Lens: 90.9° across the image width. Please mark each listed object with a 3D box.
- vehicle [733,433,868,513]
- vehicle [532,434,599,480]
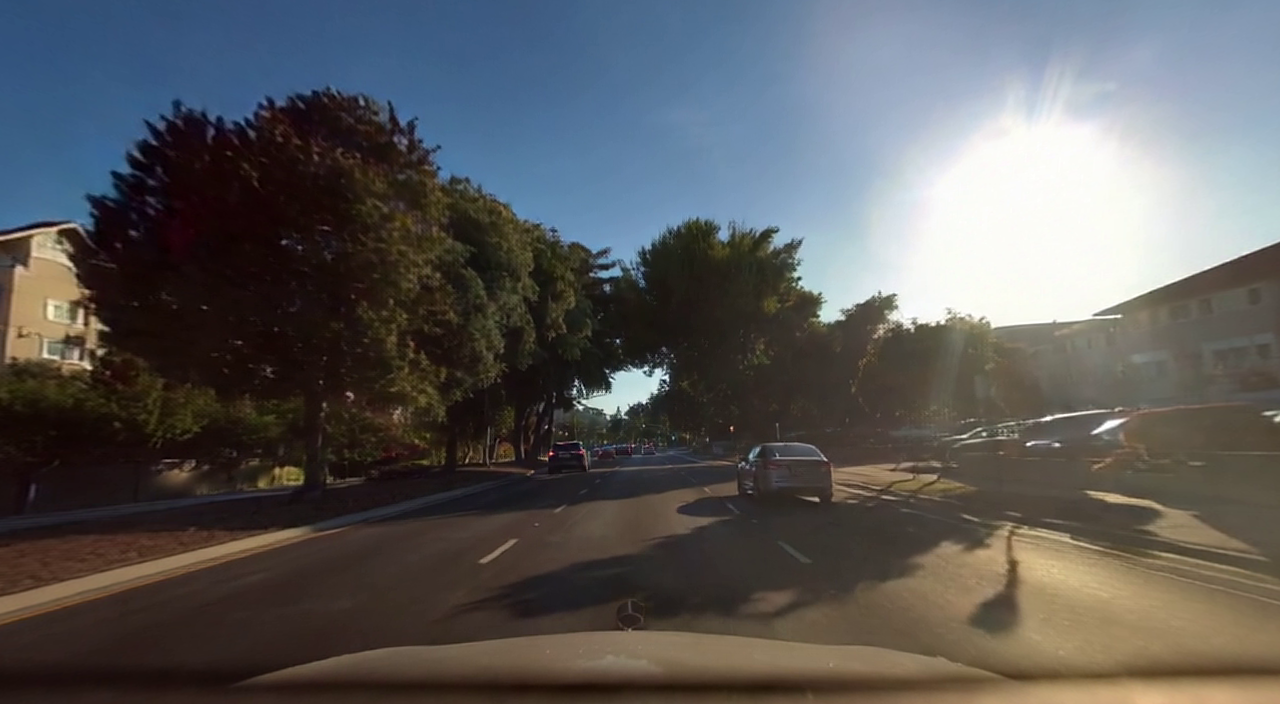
[{"bbox_3d":[3.420,2.663,14.373,1.945,1.530,4.320,0,-8,0],"label":"vehicle"},{"bbox_3d":[-3.154,4.572,27.725,2.216,1.828,4.886,0,-8,2],"label":"vehicle"}]
